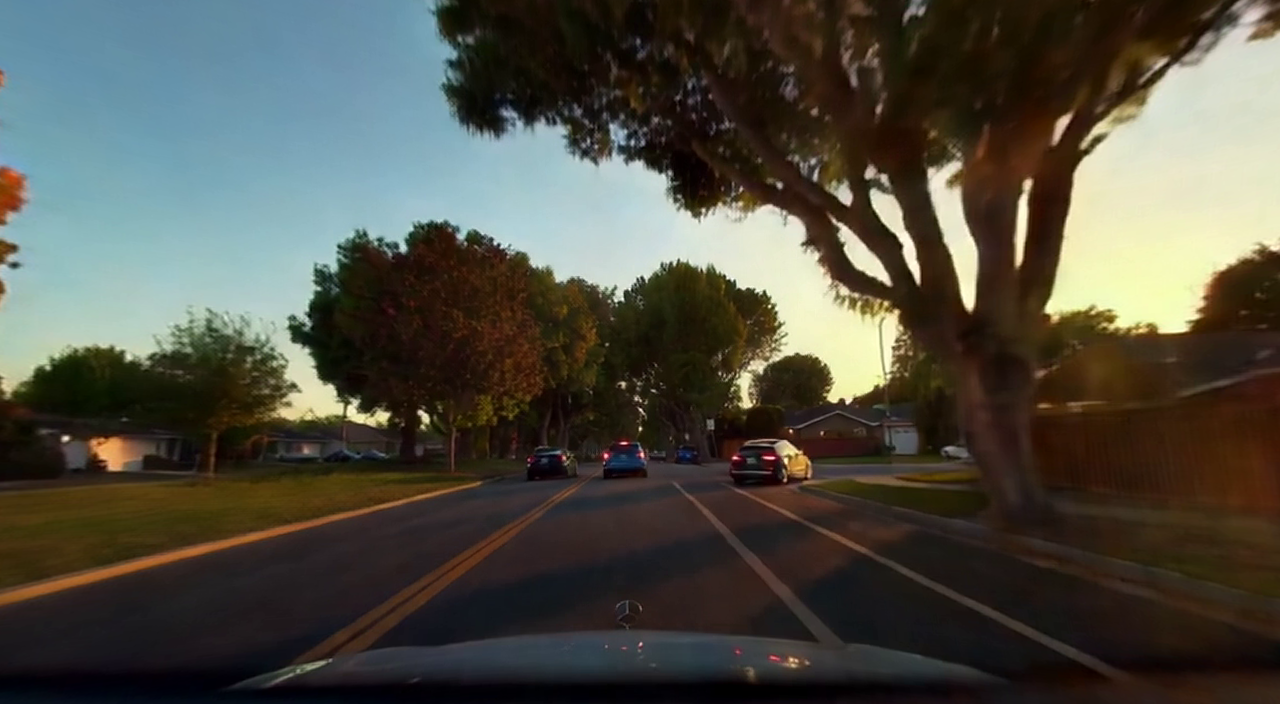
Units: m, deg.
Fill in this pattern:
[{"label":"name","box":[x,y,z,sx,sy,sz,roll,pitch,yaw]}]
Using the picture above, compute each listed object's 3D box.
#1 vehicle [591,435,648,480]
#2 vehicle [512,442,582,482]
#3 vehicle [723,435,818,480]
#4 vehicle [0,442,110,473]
[{"label":"vehicle","box":[-0.789,4.452,26.748,2.220,1.742,4.047,0,-8,1]},{"label":"vehicle","box":[-3.628,4.370,25.328,2.032,1.433,4.458,0,-8,1]},{"label":"vehicle","box":[5.615,4.413,26.561,2.192,1.677,4.820,-6,-10,34]},{"label":"vehicle","box":[-33.564,6.017,35.946,4.600,1.698,1.993,0,-8,2]}]
